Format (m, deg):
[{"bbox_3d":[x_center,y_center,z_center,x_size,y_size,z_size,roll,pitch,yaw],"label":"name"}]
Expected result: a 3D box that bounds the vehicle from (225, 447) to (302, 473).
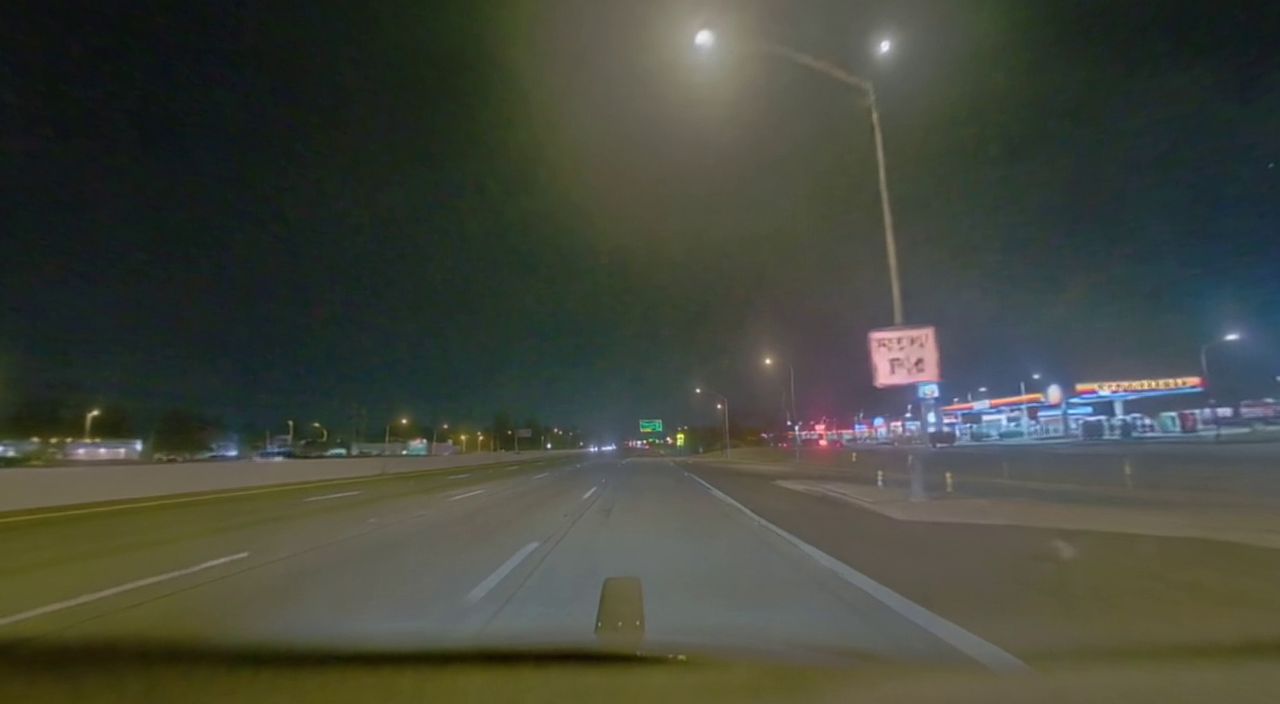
[{"bbox_3d":[-23.190,6.644,39.016,1.885,1.521,4.464,0,-8,2],"label":"vehicle"}]
